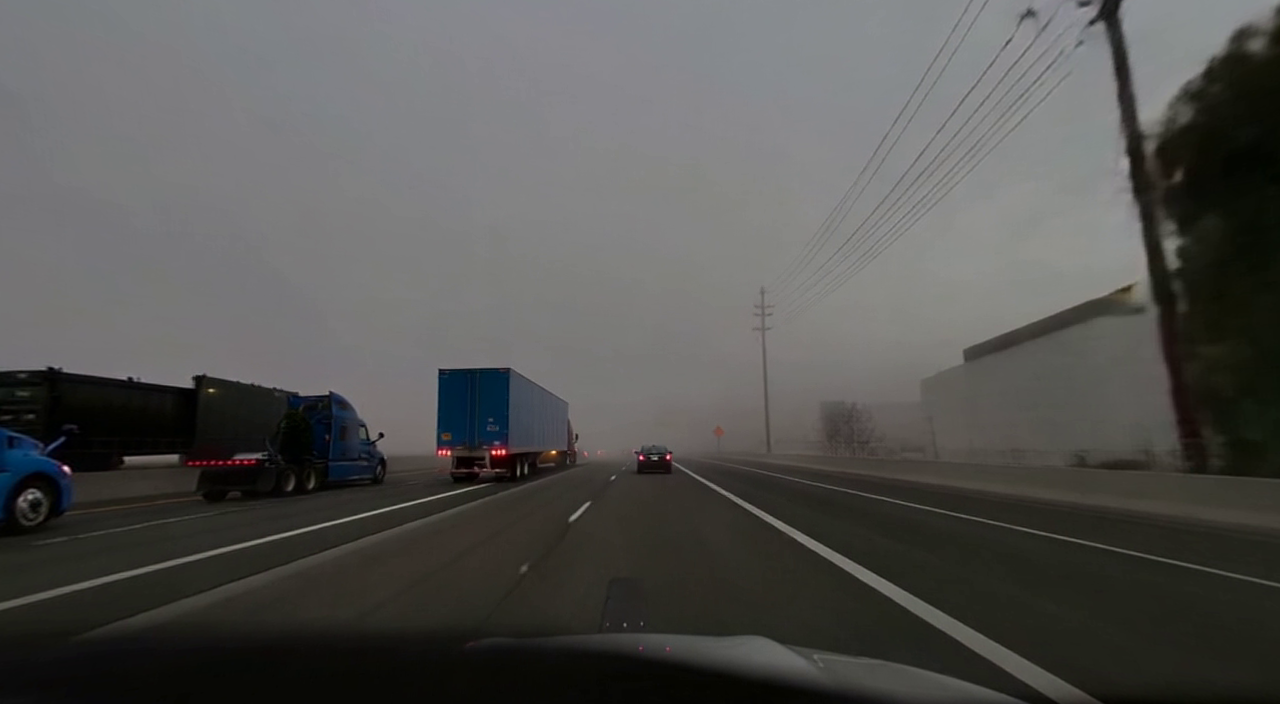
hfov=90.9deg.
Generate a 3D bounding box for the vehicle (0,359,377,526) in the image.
[{"bbox_3d":[-10.491,2.385,16.673,2.896,3.140,9.491,0,-8,1],"label":"vehicle"}]

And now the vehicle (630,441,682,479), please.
[{"bbox_3d":[0.624,4.597,27.143,2.055,1.514,4.323,0,-8,0],"label":"vehicle"}]

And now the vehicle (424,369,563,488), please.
[{"bbox_3d":[-5.963,3.755,29.437,2.907,4.081,15.311,0,-8,0],"label":"vehicle"}]
